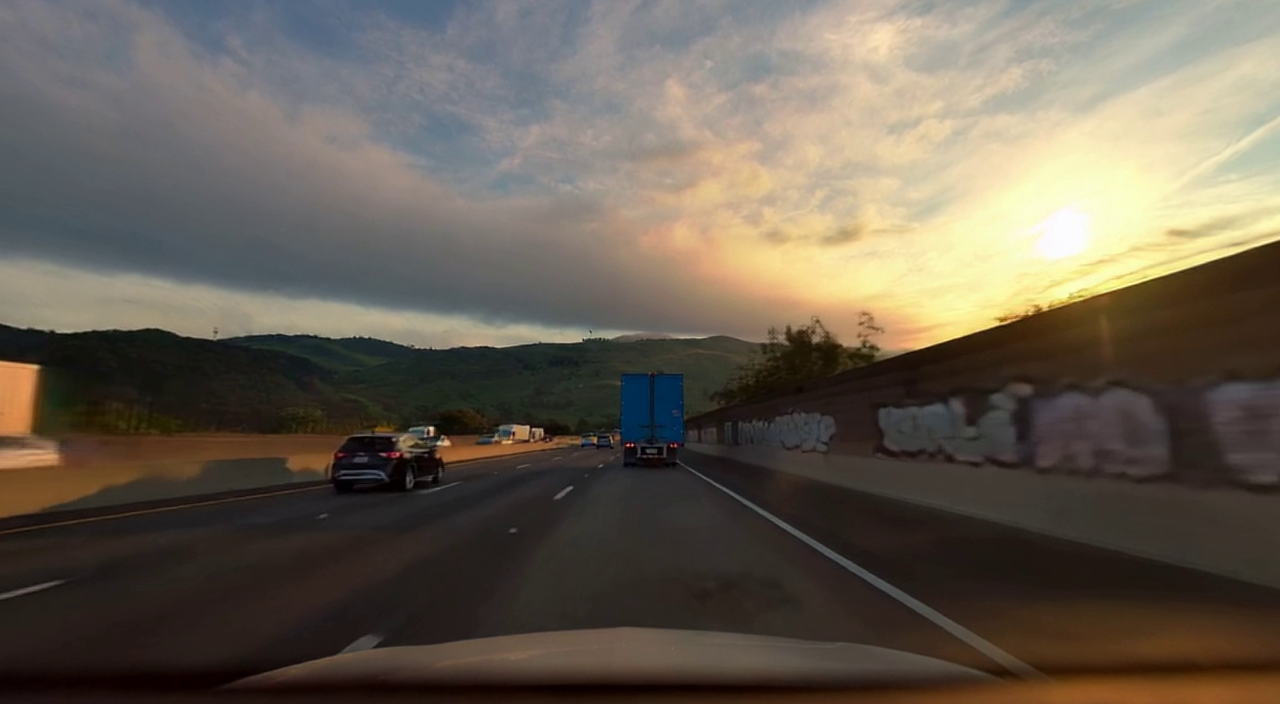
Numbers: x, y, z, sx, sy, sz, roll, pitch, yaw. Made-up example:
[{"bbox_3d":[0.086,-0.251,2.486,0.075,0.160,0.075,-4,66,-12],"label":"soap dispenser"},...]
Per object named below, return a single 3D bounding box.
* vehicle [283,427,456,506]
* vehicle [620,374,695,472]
[{"bbox_3d":[-6.018,2.579,14.760,1.982,1.535,4.519,0,-8,1],"label":"vehicle"},{"bbox_3d":[0.559,3.486,29.947,2.921,3.765,10.773,0,-8,-1],"label":"vehicle"}]
